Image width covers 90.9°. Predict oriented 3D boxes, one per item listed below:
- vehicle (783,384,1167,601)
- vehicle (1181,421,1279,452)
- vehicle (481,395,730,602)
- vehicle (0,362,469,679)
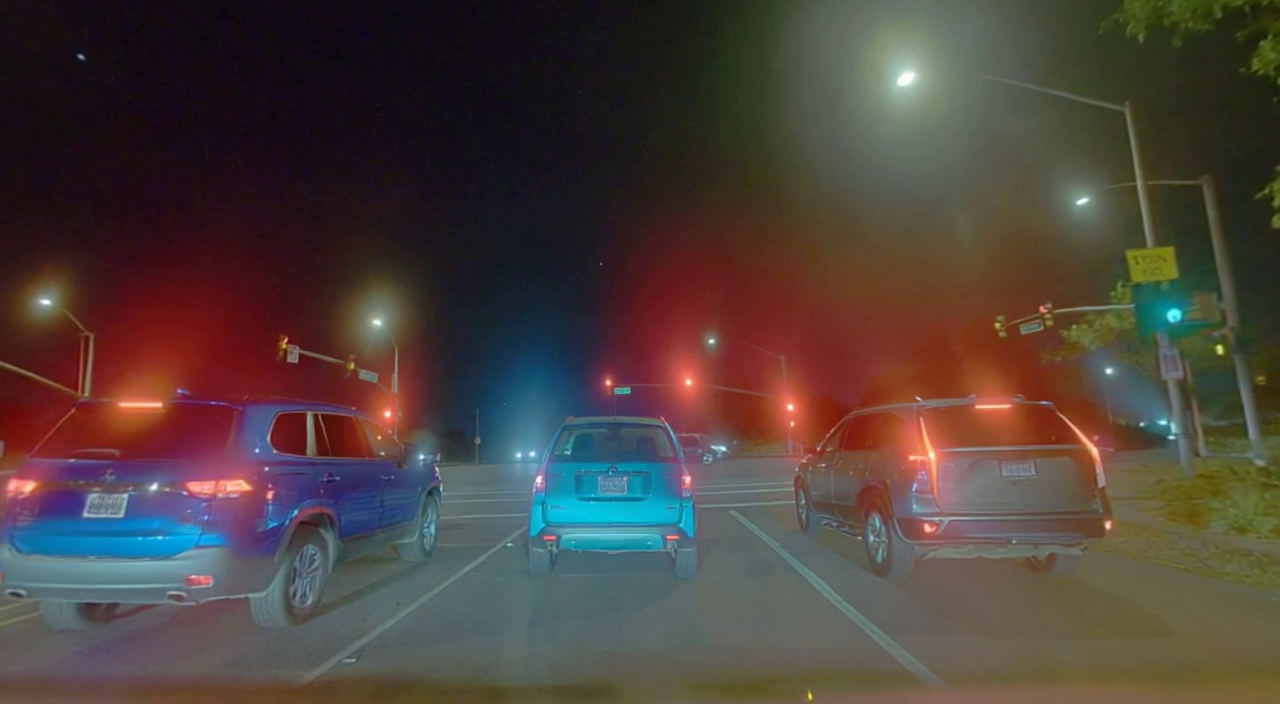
[{"bbox_3d":[3.274,1.485,7.520,2.083,1.779,4.532,0,-8,0],"label":"vehicle"},{"bbox_3d":[32.785,4.660,34.770,4.175,1.634,1.877,1,-8,-5],"label":"vehicle"},{"bbox_3d":[-0.234,1.513,7.317,2.067,1.702,3.987,0,-8,2],"label":"vehicle"},{"bbox_3d":[-3.279,1.279,5.893,2.047,1.810,4.414,0,-8,1],"label":"vehicle"}]
